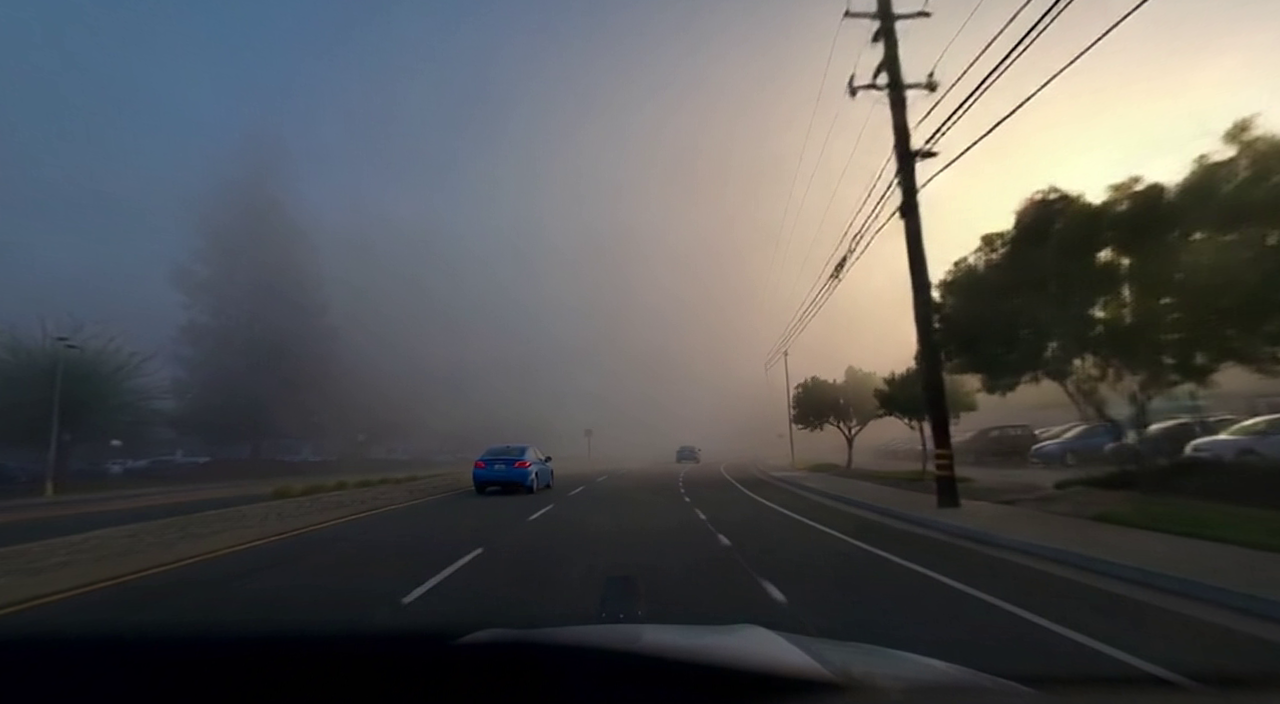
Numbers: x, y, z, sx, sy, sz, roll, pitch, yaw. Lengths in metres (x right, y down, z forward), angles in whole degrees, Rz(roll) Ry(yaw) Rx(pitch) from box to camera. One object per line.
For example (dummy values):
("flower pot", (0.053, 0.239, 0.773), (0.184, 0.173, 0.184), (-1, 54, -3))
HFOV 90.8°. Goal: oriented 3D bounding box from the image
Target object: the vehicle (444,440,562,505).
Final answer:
("vehicle", (-3.485, 3.156, 17.076), (1.928, 1.488, 4.635), (0, -8, 3))
